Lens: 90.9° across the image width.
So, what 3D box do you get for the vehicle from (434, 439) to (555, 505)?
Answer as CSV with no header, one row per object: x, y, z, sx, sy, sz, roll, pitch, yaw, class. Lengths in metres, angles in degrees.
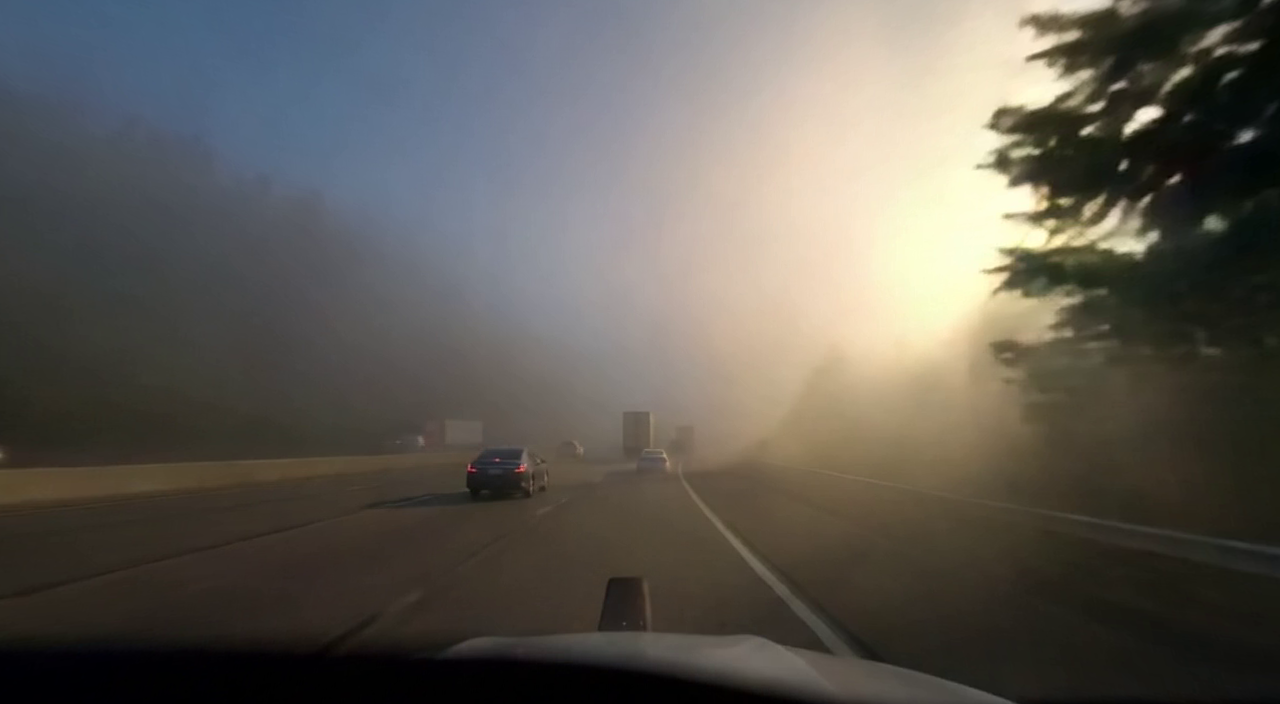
-3.612,3.065,16.631,1.916,1.486,4.631,0,-9,2,vehicle

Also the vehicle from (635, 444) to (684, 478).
0.852,4.742,27.599,1.984,1.365,3.767,0,-9,2,vehicle
